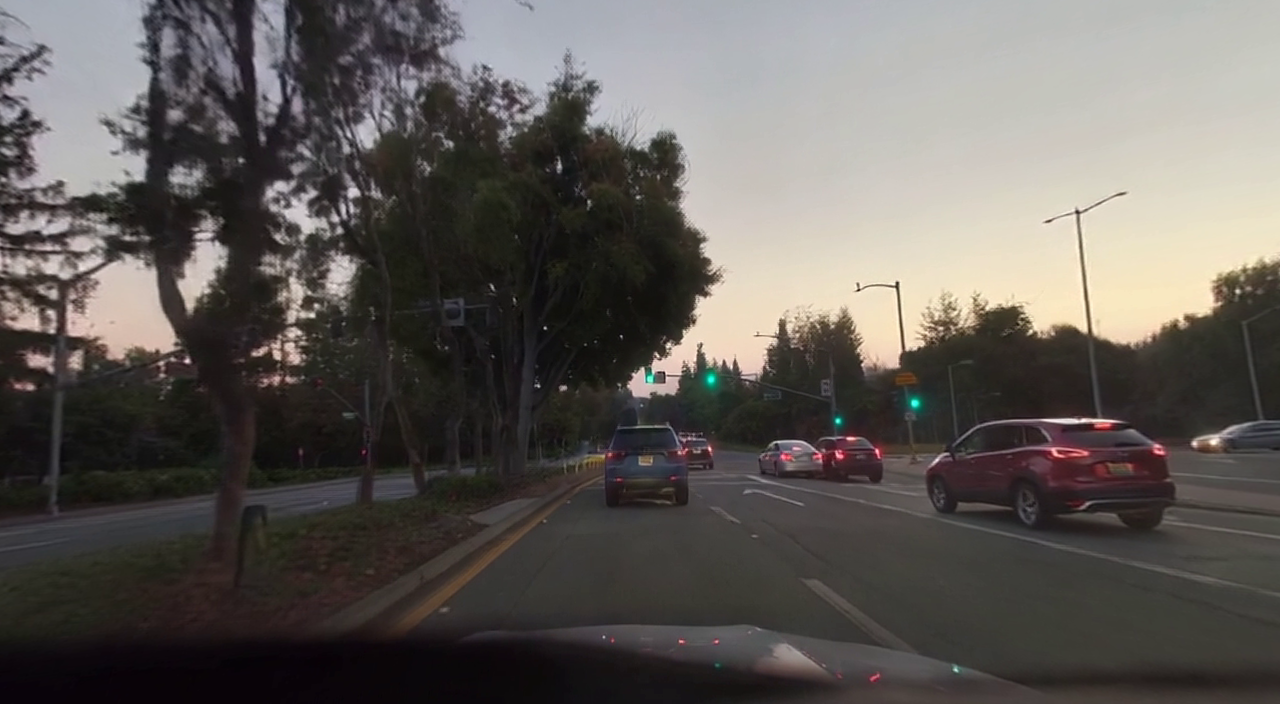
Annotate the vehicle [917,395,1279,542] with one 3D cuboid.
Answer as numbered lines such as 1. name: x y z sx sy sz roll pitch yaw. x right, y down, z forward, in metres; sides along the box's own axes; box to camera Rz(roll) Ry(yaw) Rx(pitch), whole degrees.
1. vehicle: 7.121 1.911 10.885 2.251 1.873 5.346 0 -9 0

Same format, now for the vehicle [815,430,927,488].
1. vehicle: 7.311 3.431 20.494 2.025 1.642 4.189 0 -9 0

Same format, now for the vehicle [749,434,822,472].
1. vehicle: 7.247 5.109 32.076 2.440 1.775 4.791 0 -9 -1

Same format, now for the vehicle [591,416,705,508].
1. vehicle: 0.128 2.603 15.223 2.353 1.894 4.122 0 -9 -1
